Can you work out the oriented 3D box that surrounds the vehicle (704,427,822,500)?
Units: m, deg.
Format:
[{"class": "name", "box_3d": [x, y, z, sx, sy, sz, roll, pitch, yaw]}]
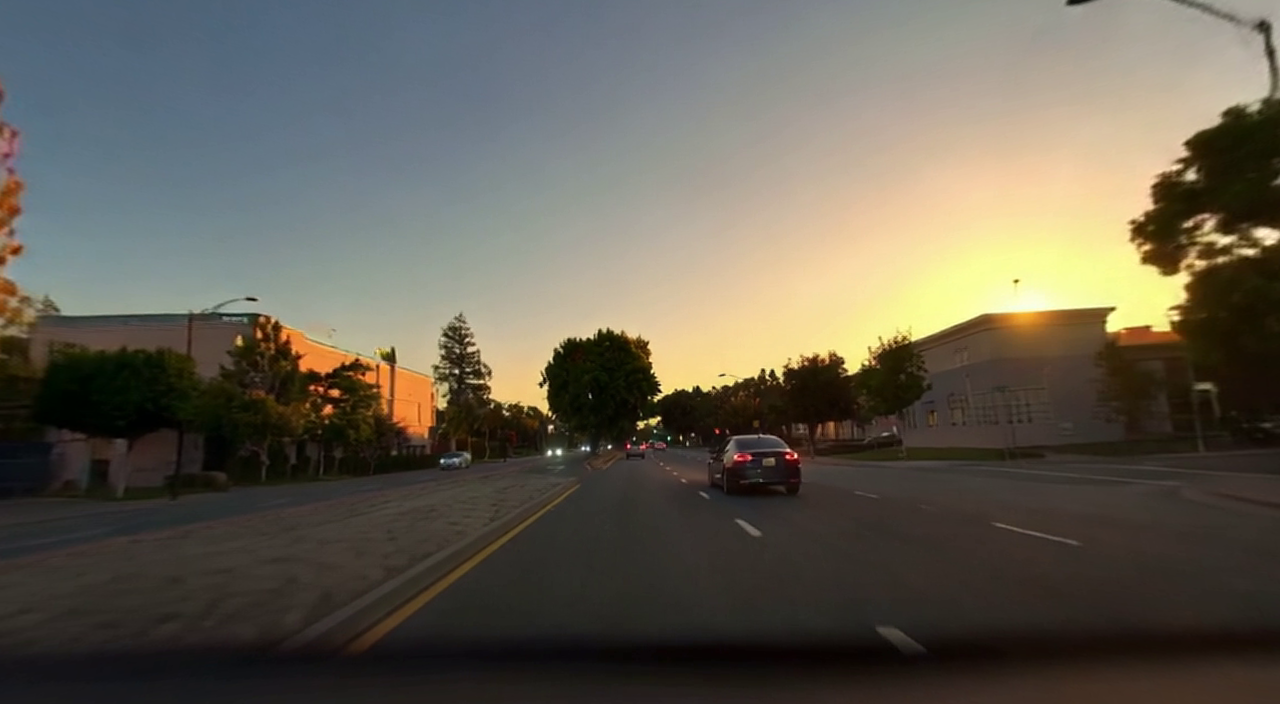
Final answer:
[{"class": "vehicle", "box_3d": [2.997, 2.851, 16.585, 1.995, 1.616, 4.729, 0, -8, -2]}]
